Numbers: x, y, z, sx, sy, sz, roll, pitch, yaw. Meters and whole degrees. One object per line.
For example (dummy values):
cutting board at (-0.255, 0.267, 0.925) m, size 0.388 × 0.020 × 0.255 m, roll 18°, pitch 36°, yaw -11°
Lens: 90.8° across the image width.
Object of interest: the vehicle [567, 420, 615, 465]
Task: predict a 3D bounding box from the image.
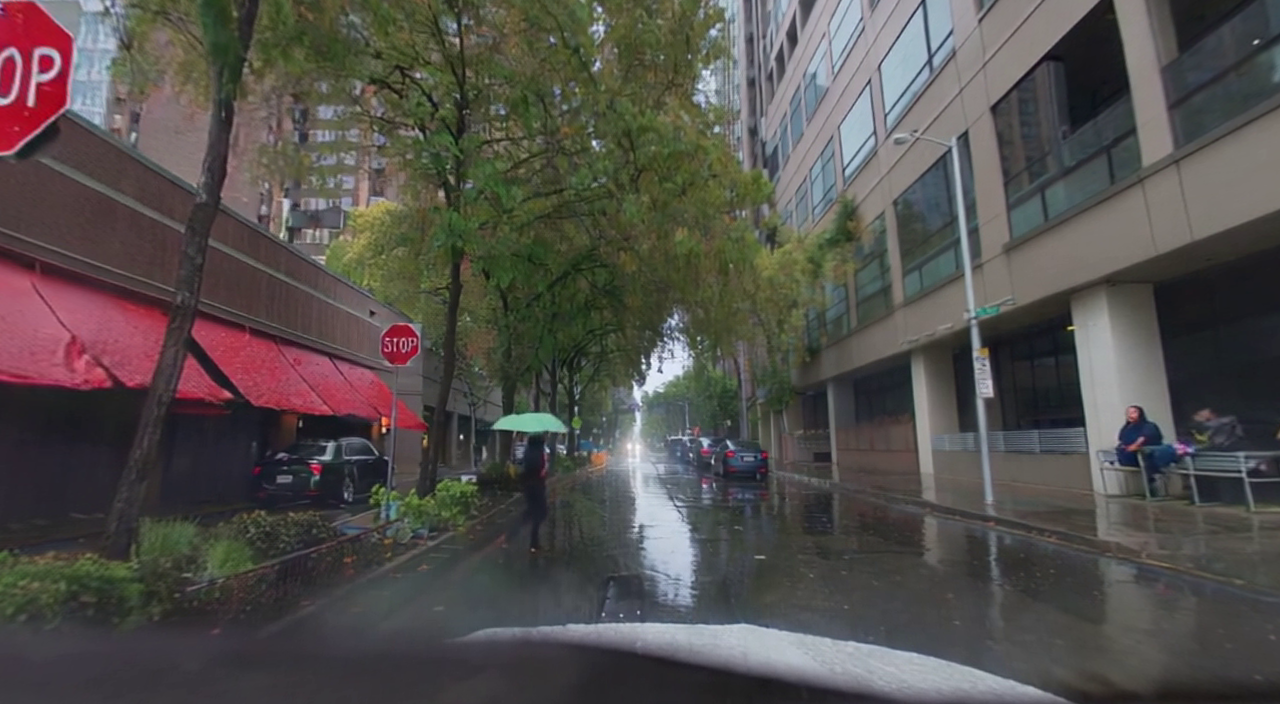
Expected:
vehicle at (-2.994, 5.767, 40.218) m, size 2.317 × 2.596 × 6.053 m, roll 0°, pitch -8°, yaw 3°

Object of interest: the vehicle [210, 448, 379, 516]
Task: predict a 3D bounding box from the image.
vehicle at (-8.799, 3.305, 16.638) m, size 2.007 × 1.503 × 4.343 m, roll 0°, pitch -8°, yaw -1°

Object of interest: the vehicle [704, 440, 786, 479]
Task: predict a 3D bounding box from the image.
vehicle at (4.590, 4.565, 27.113) m, size 1.858 × 1.491 × 4.329 m, roll -5°, pitch -10°, yaw 33°

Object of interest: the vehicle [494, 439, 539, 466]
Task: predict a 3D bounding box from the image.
vehicle at (-8.853, 7.253, 45.733) m, size 2.256 × 1.802 × 4.333 m, roll 0°, pitch -8°, yaw 2°
